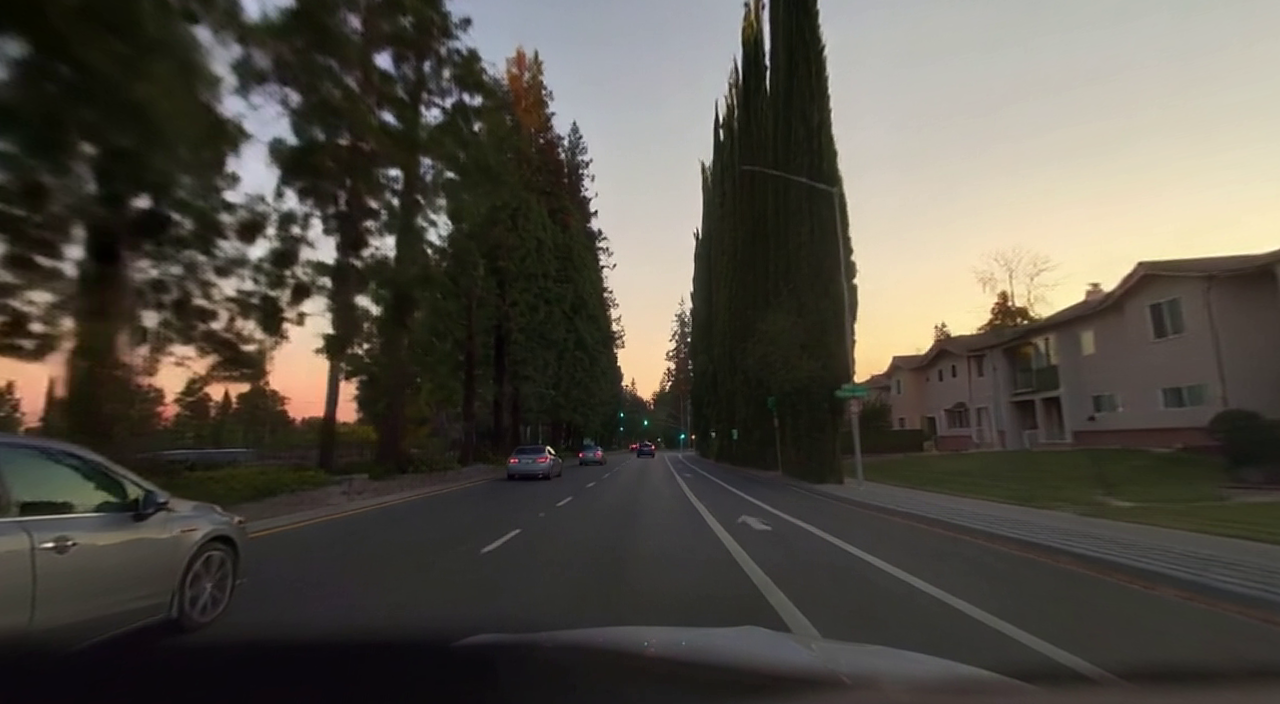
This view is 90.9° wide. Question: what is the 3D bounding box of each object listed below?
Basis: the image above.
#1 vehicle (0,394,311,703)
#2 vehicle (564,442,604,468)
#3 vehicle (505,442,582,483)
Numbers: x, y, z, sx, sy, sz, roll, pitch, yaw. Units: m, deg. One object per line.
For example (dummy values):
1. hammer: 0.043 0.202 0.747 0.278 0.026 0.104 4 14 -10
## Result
1. vehicle: -4.061 0.997 3.078 2.190 1.545 4.943 0 -8 1
2. vehicle: -3.553 6.609 40.584 2.110 1.529 4.743 0 -8 1
3. vehicle: -3.733 4.371 25.289 2.188 1.473 4.651 0 -8 2
